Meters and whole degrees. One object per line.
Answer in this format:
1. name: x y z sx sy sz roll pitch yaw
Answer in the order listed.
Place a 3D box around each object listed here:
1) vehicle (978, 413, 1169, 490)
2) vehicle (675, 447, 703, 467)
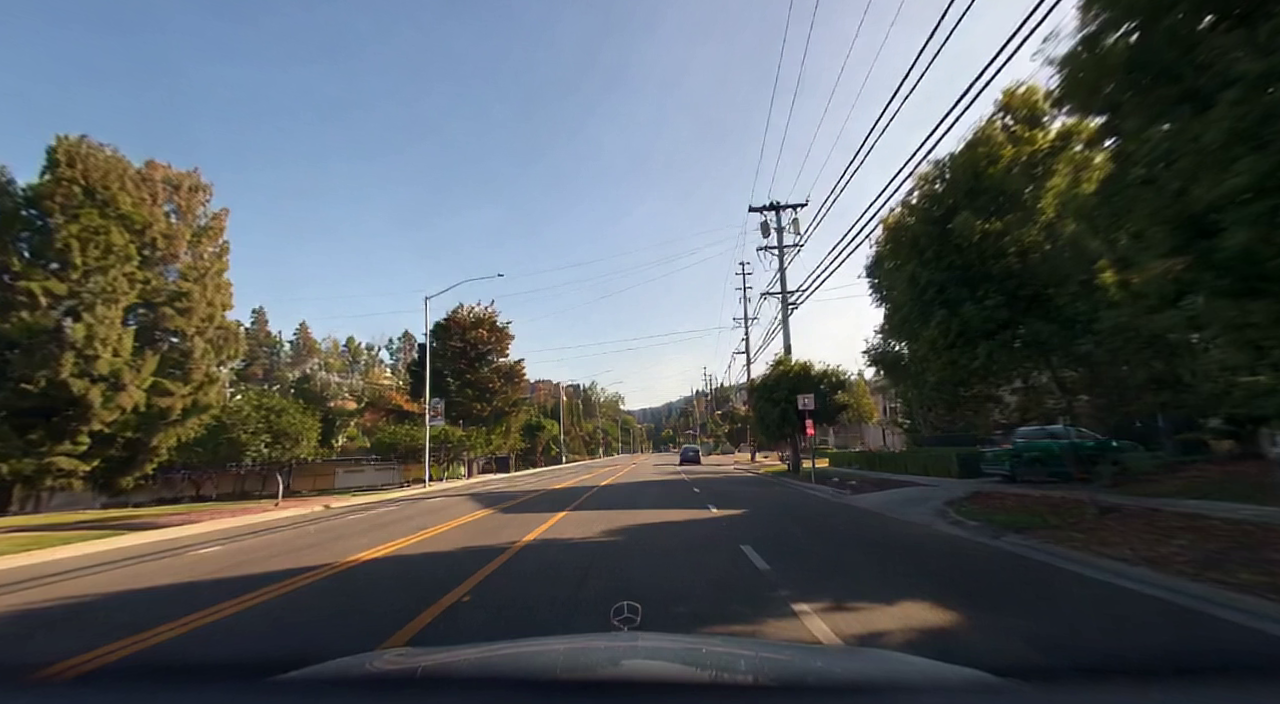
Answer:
1. vehicle: 12.125 2.849 18.184 1.939 1.839 4.674 -2 -9 -2
2. vehicle: 3.655 7.892 47.634 2.015 1.467 4.117 -1 -9 4
